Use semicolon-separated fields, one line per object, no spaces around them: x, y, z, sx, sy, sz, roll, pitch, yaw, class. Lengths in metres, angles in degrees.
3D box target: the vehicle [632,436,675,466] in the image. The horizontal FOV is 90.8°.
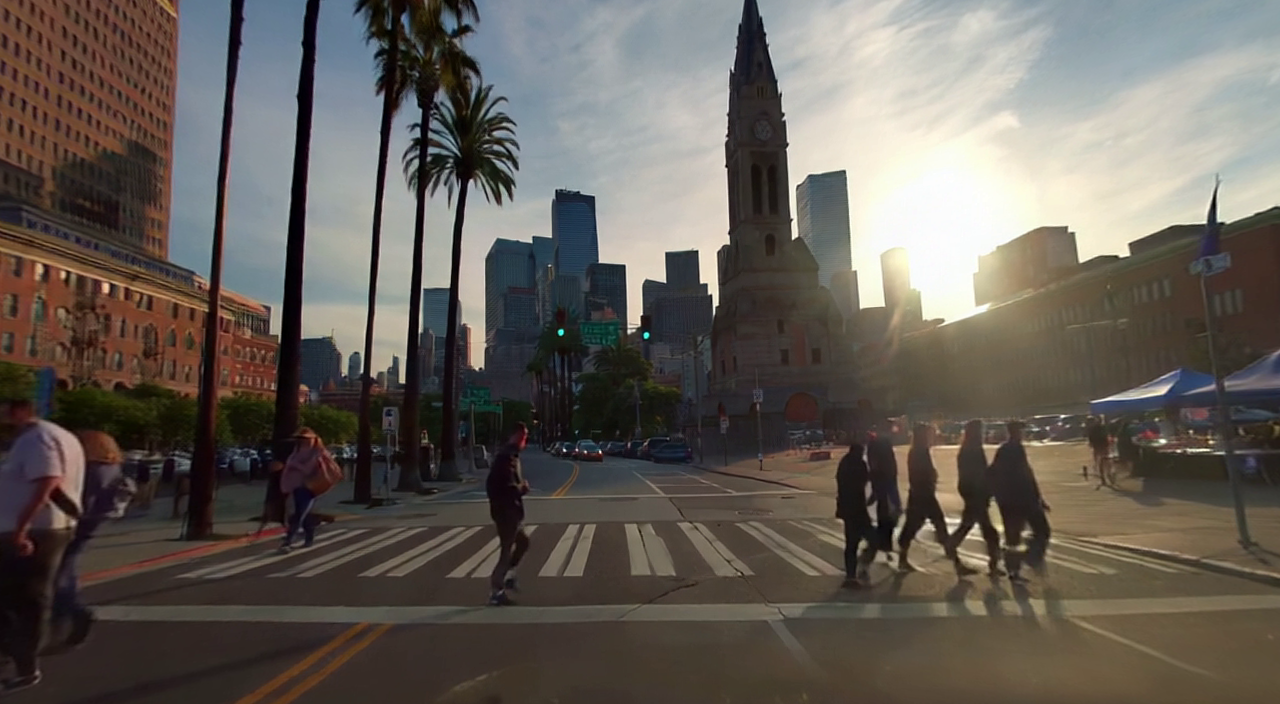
0.904;7.288;46.662;2.322;2.071;5.366;1;-9;-9;vehicle
